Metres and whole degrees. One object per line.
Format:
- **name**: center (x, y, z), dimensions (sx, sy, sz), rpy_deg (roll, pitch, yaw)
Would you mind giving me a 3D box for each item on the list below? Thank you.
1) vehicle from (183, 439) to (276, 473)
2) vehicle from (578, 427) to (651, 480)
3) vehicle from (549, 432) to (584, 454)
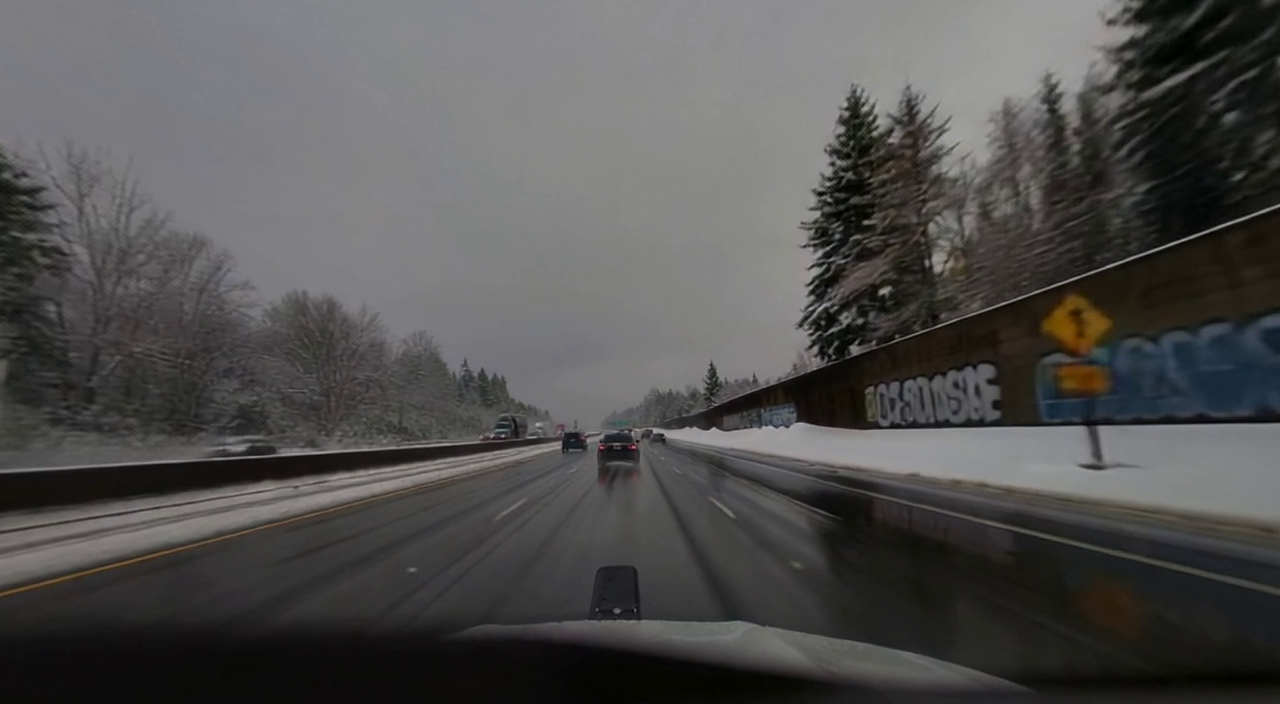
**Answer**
- **vehicle**: center (-21.598, 5.444, 33.380), dimensions (2.006, 1.636, 4.407), rpy_deg (0, -8, -2)
- **vehicle**: center (-0.736, 3.101, 19.490), dimensions (2.044, 1.477, 3.693), rpy_deg (0, -8, -1)
- **vehicle**: center (-5.115, 6.385, 44.345), dimensions (2.022, 1.440, 4.491), rpy_deg (0, -8, -1)
